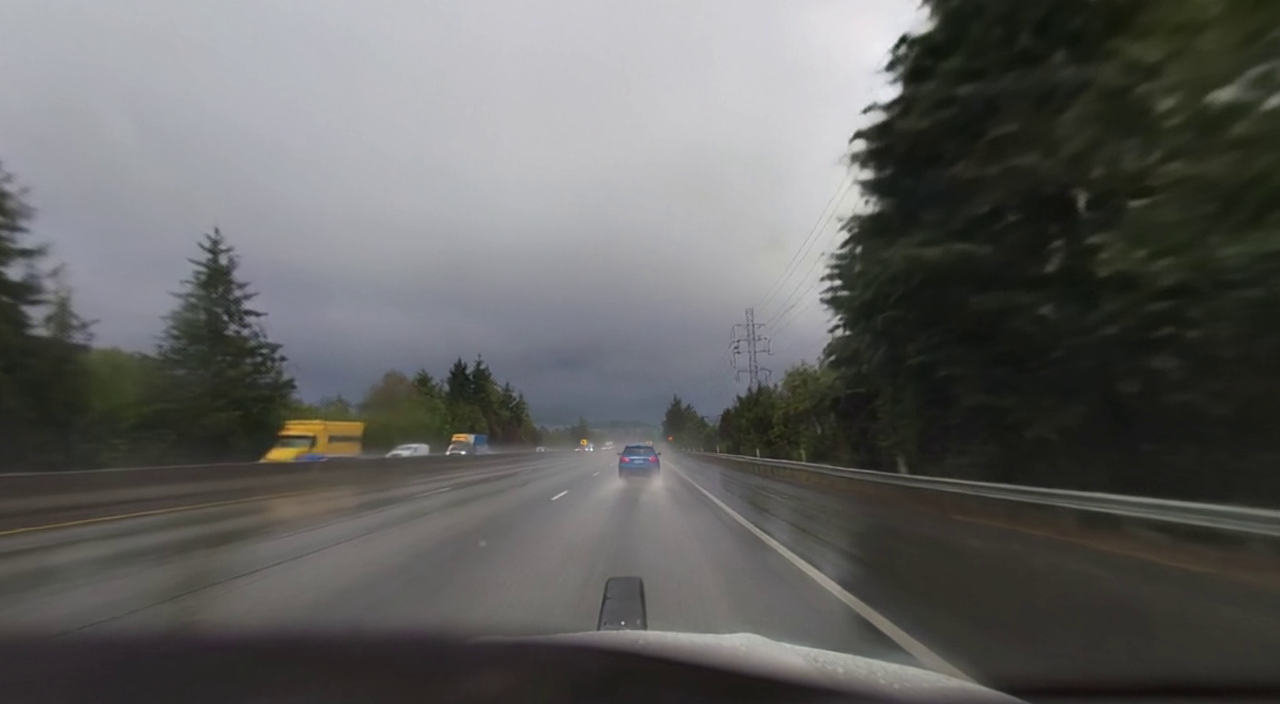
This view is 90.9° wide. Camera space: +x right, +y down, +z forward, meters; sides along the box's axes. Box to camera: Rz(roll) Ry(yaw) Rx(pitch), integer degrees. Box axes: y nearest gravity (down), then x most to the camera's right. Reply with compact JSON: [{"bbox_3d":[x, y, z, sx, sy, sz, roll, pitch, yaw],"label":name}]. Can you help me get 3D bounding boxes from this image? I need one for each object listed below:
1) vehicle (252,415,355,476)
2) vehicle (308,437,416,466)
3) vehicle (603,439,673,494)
[{"bbox_3d":[-20.527,5.797,38.953,2.891,3.408,5.972,0,-9,1],"label":"vehicle"},{"bbox_3d":[-20.406,7.424,47.301,2.783,1.863,11.406,0,-8,1],"label":"vehicle"},{"bbox_3d":[-0.076,3.511,19.712,1.966,1.499,4.298,0,-9,-1],"label":"vehicle"}]
